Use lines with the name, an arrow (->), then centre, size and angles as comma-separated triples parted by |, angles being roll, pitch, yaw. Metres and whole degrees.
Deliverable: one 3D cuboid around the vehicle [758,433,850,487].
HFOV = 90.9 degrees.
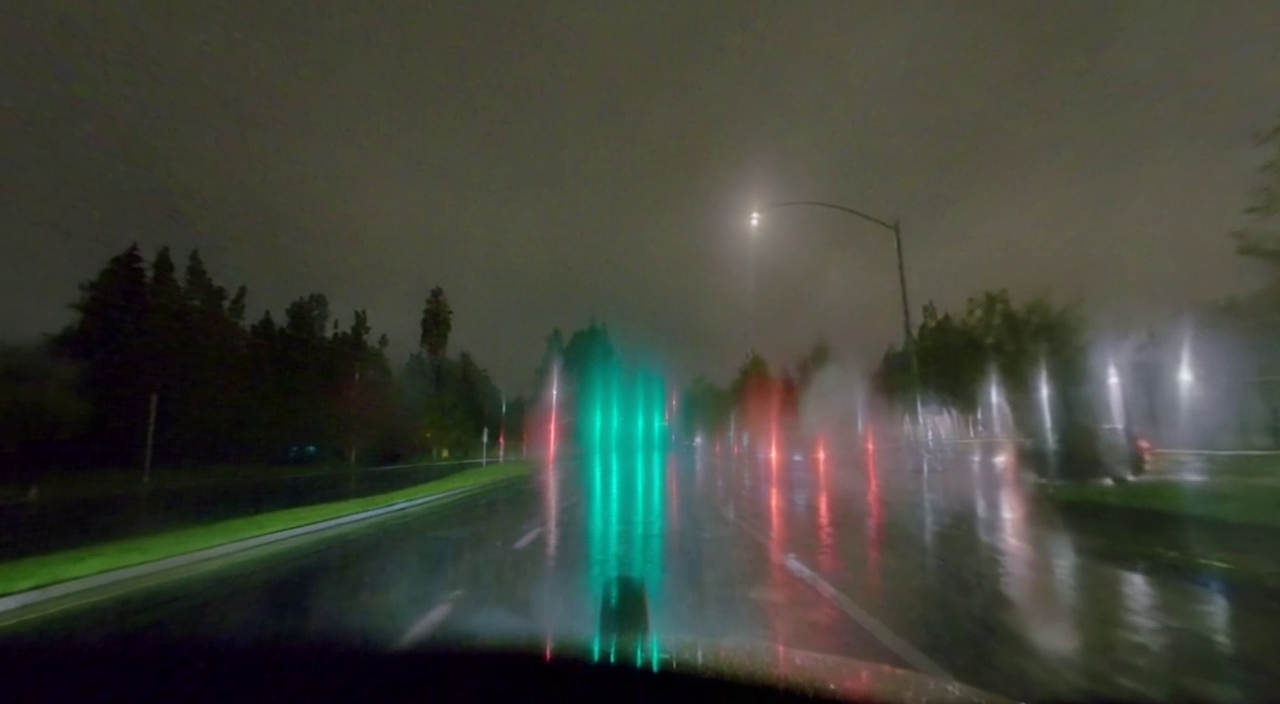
vehicle -> 5.617, 3.768, 22.271 | 2.057, 1.688, 4.596 | 0, -8, 1
